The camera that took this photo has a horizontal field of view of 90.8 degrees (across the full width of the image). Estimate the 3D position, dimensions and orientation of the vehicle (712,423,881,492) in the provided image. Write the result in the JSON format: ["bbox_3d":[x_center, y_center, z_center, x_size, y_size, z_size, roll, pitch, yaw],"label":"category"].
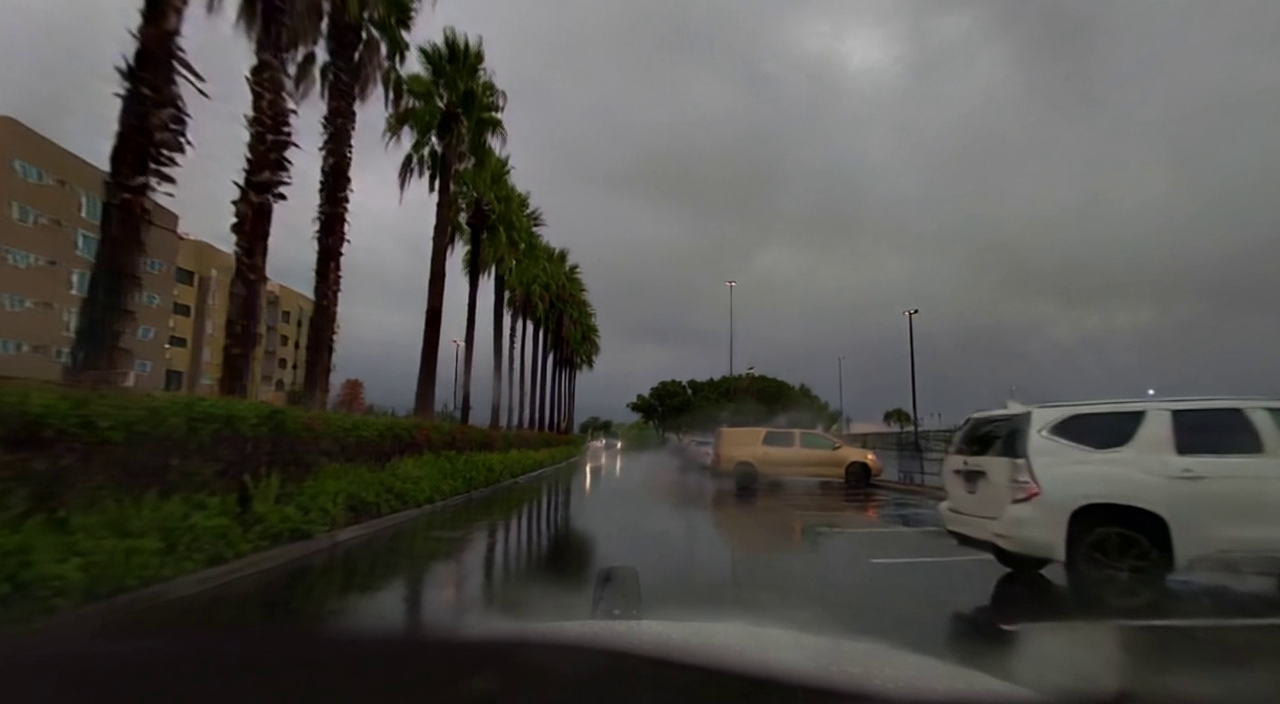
[{"bbox_3d":[4.642,3.177,19.160,4.609,1.734,1.909,3,-8,0],"label":"vehicle"}]

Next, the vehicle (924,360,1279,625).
[{"bbox_3d":[5.341,1.219,5.642,4.691,1.877,1.959,2,-9,4],"label":"vehicle"}]
